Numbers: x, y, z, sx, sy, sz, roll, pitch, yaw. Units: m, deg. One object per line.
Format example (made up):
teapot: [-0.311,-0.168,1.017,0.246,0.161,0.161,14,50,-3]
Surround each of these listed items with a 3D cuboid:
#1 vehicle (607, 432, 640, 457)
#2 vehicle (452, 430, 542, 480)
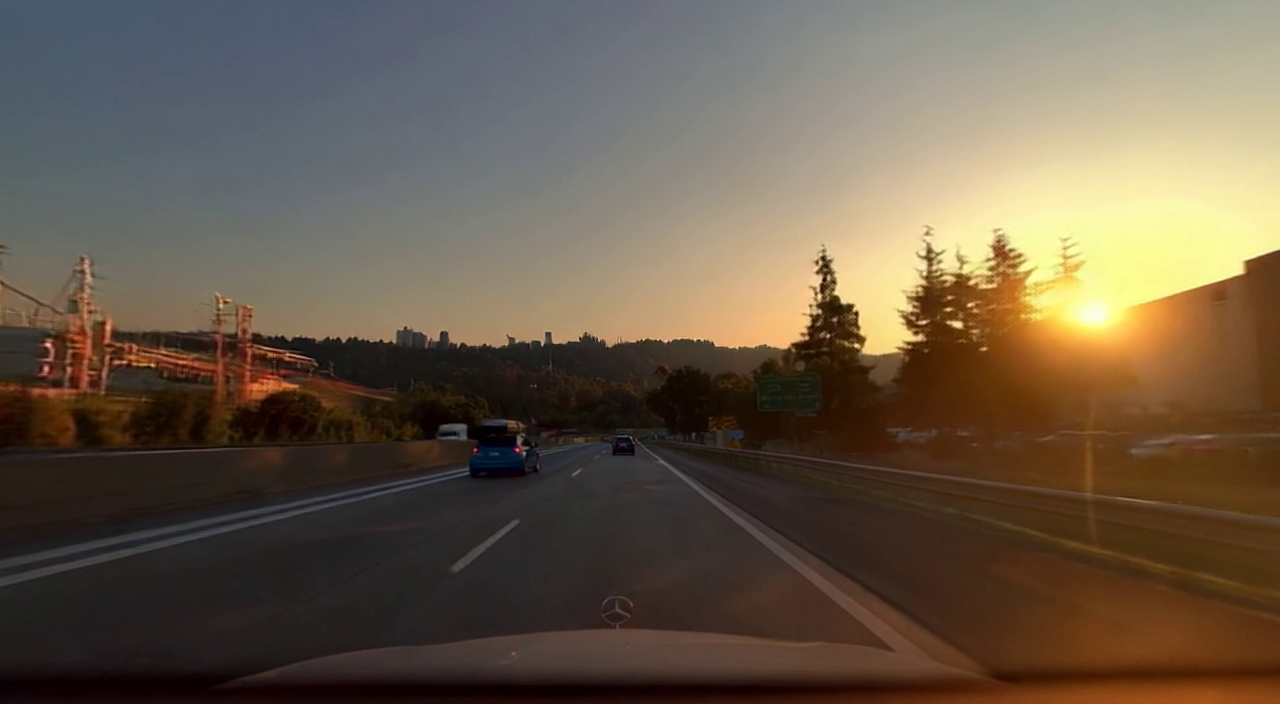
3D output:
vehicle: [-1.132,6.318,43.244,2.151,1.618,3.898,0,-8,-1]
vehicle: [-5.021,3.670,22.850,2.189,1.580,4.607,0,-8,0]
